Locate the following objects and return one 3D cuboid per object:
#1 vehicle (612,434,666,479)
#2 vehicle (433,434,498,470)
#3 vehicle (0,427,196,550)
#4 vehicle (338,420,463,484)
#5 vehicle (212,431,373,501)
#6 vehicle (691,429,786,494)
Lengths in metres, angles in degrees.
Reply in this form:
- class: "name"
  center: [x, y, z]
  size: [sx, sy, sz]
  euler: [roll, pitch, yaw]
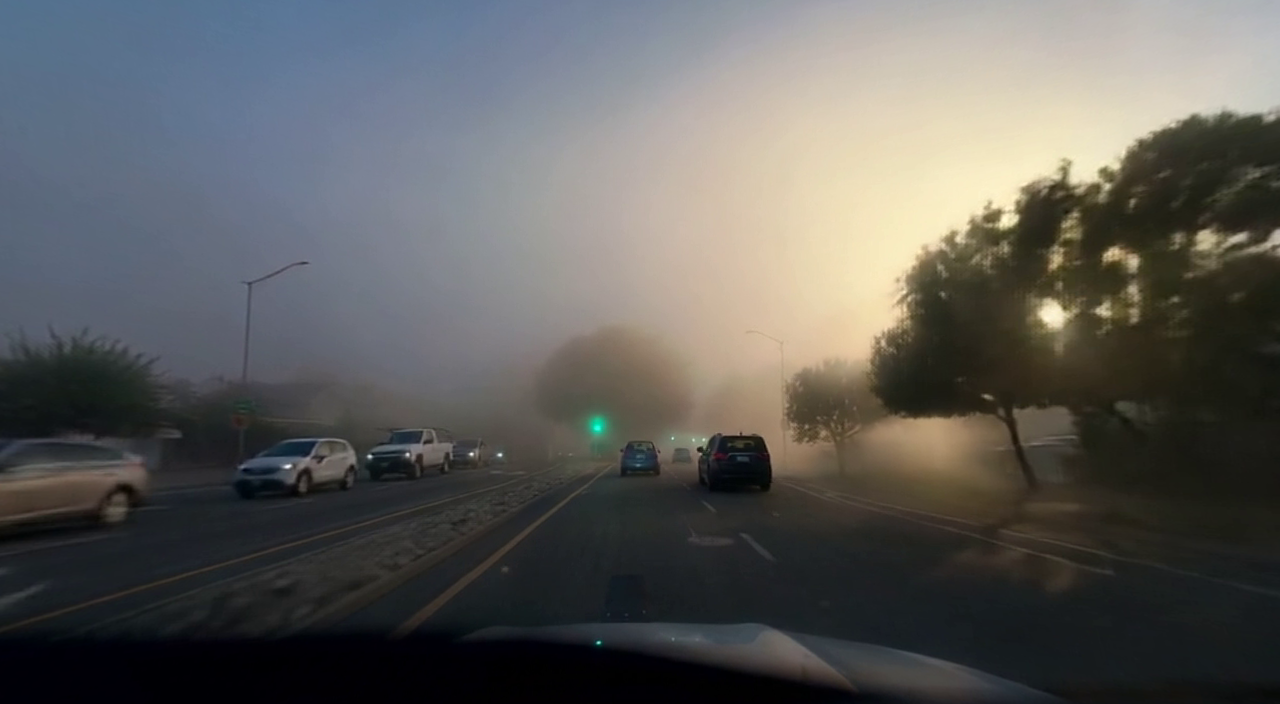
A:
- class: "vehicle"
  center: [-0.069, 4.606, 28.001]
  size: [2.185, 1.822, 4.391]
  euler: [0, -8, -1]
- class: "vehicle"
  center: [-9.091, 5.270, 33.353]
  size: [1.893, 1.735, 5.318]
  euler: [0, -8, 0]
- class: "vehicle"
  center: [-9.022, 1.828, 8.688]
  size: [2.140, 1.510, 5.005]
  euler: [0, -8, 0]
- class: "vehicle"
  center: [-9.055, 3.883, 24.784]
  size: [2.037, 2.113, 7.185]
  euler: [0, -8, 1]
- class: "vehicle"
  center: [-9.288, 3.054, 17.359]
  size: [1.988, 1.663, 4.316]
  euler: [0, -8, -1]
- class: "vehicle"
  center: [2.934, 3.379, 19.792]
  size: [2.166, 1.799, 4.372]
  euler: [0, -8, -1]
